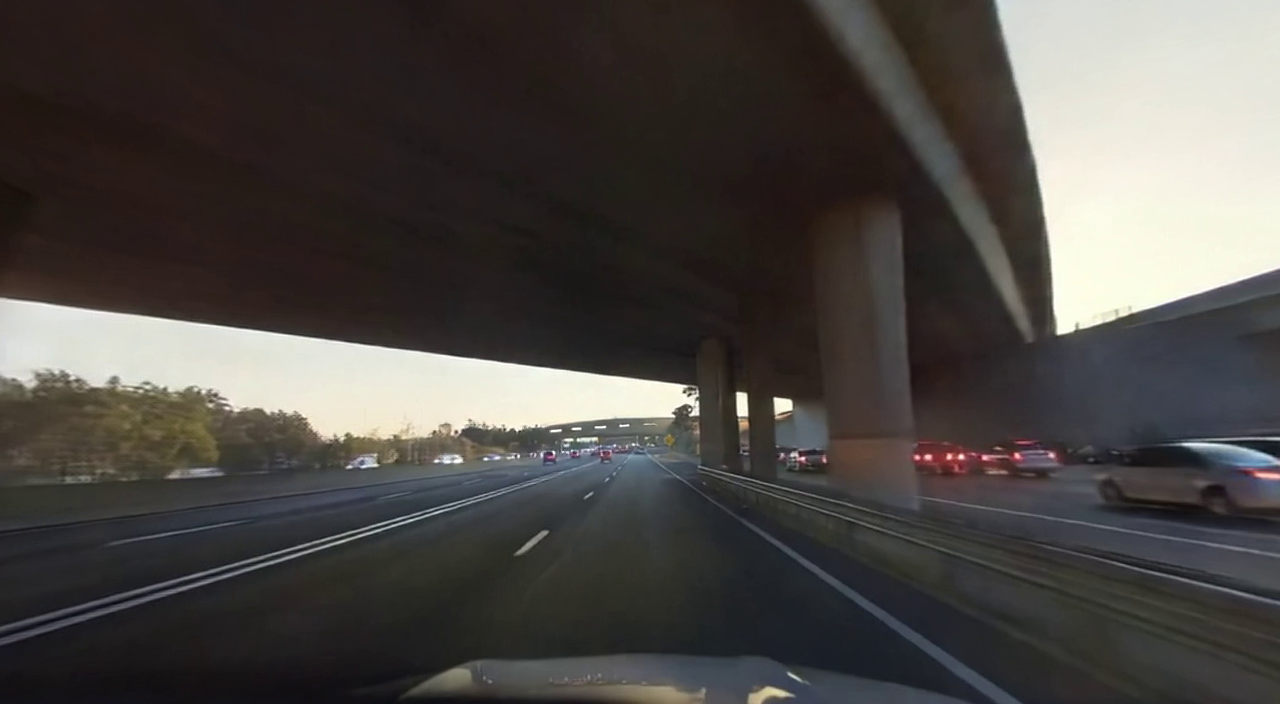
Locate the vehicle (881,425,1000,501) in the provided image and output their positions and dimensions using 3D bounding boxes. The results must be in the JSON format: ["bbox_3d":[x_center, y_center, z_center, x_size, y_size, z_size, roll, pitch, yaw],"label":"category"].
[{"bbox_3d":[15.945,5.922,34.372,2.391,3.553,8.914,0,-9,2],"label":"vehicle"}]

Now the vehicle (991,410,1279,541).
[{"bbox_3d":[15.983,3.976,21.339,2.752,3.433,9.030,0,-9,-1],"label":"vehicle"}]

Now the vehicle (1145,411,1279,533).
[{"bbox_3d":[18.770,3.344,17.650,2.930,3.278,7.511,0,-9,0],"label":"vehicle"}]
